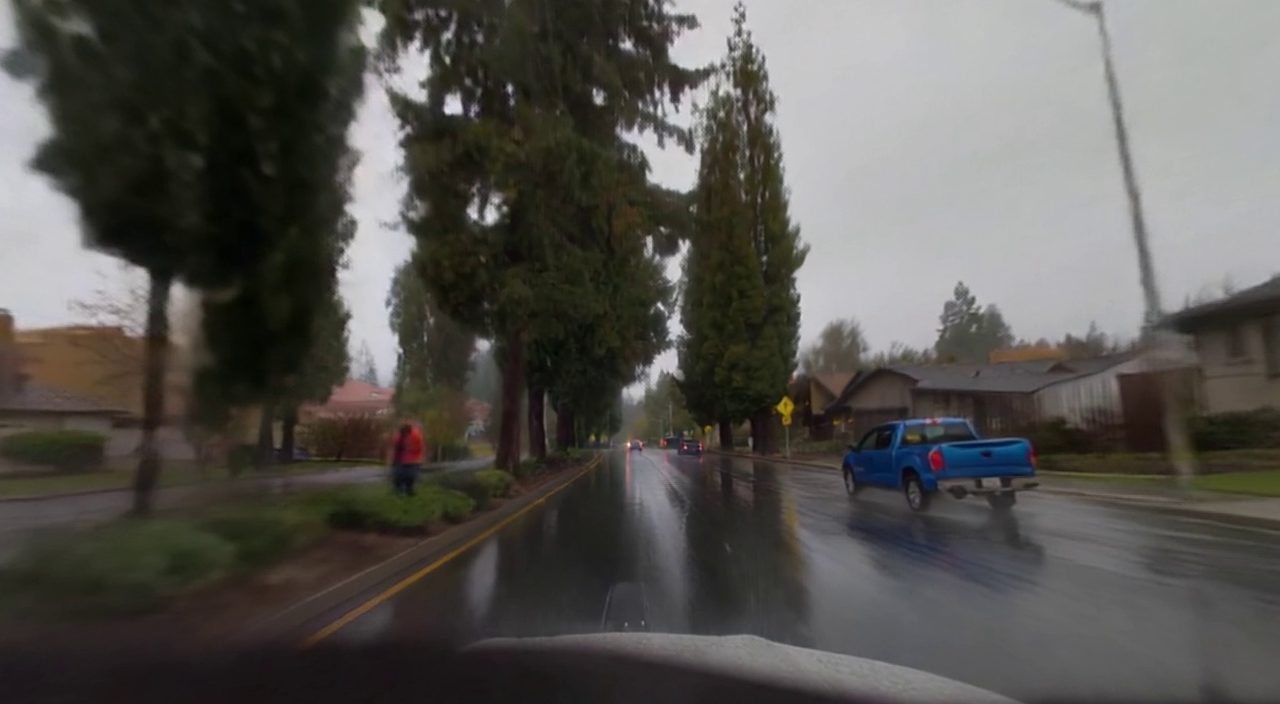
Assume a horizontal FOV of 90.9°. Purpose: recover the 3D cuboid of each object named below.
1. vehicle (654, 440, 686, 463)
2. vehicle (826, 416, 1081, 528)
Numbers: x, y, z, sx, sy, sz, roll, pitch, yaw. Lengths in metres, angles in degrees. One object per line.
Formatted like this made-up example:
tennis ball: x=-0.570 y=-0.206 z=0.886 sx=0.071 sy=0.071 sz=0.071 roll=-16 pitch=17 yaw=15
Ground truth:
vehicle: x=2.246 y=7.508 z=47.828 sx=2.061 sy=1.632 sz=4.222 roll=1 pitch=-8 yaw=-2
vehicle: x=5.877 y=2.332 z=12.997 sx=2.262 sy=1.769 sz=5.666 roll=0 pitch=-8 yaw=-1
